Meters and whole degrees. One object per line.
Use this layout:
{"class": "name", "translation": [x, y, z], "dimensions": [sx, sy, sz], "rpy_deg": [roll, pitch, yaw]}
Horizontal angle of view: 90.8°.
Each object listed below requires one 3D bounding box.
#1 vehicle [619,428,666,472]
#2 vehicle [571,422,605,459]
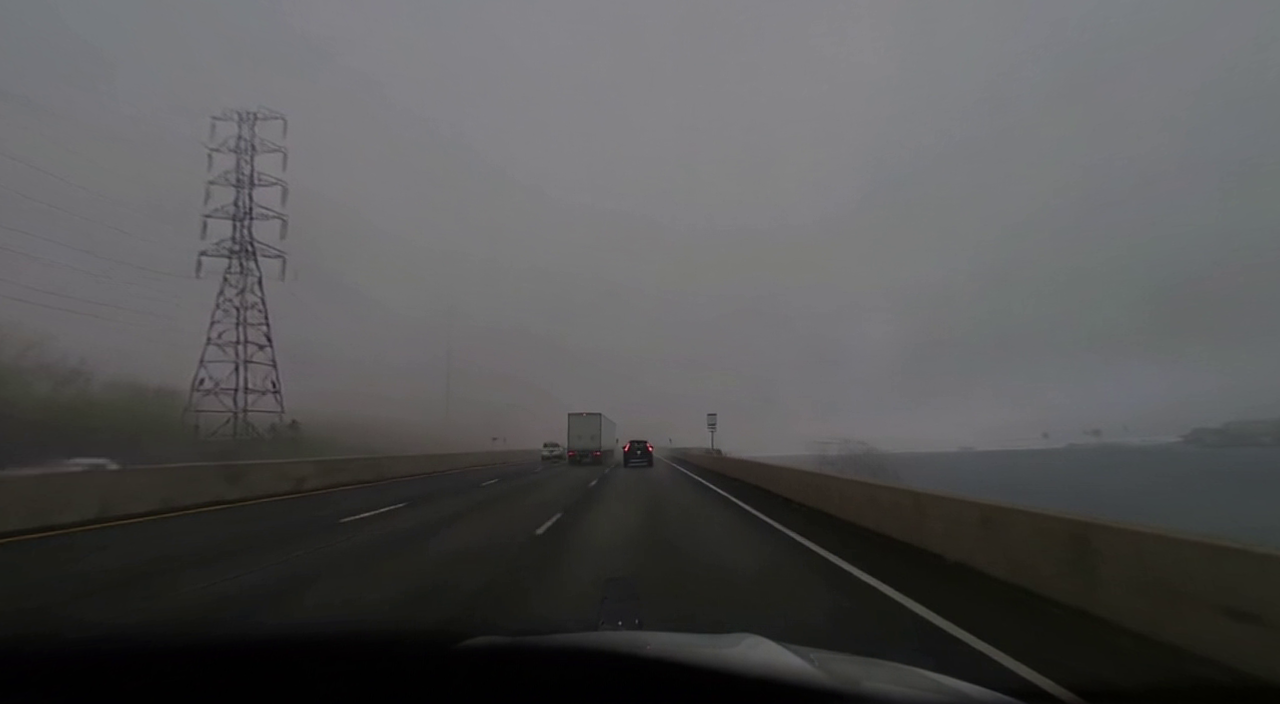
{"class": "vehicle", "translation": [0.133, 5.163, 33.535], "dimensions": [2.358, 2.144, 4.713], "rpy_deg": [0, -8, 0]}
{"class": "vehicle", "translation": [-3.667, 6.290, 44.607], "dimensions": [2.178, 2.522, 2.054], "rpy_deg": [0, -8, 1]}
